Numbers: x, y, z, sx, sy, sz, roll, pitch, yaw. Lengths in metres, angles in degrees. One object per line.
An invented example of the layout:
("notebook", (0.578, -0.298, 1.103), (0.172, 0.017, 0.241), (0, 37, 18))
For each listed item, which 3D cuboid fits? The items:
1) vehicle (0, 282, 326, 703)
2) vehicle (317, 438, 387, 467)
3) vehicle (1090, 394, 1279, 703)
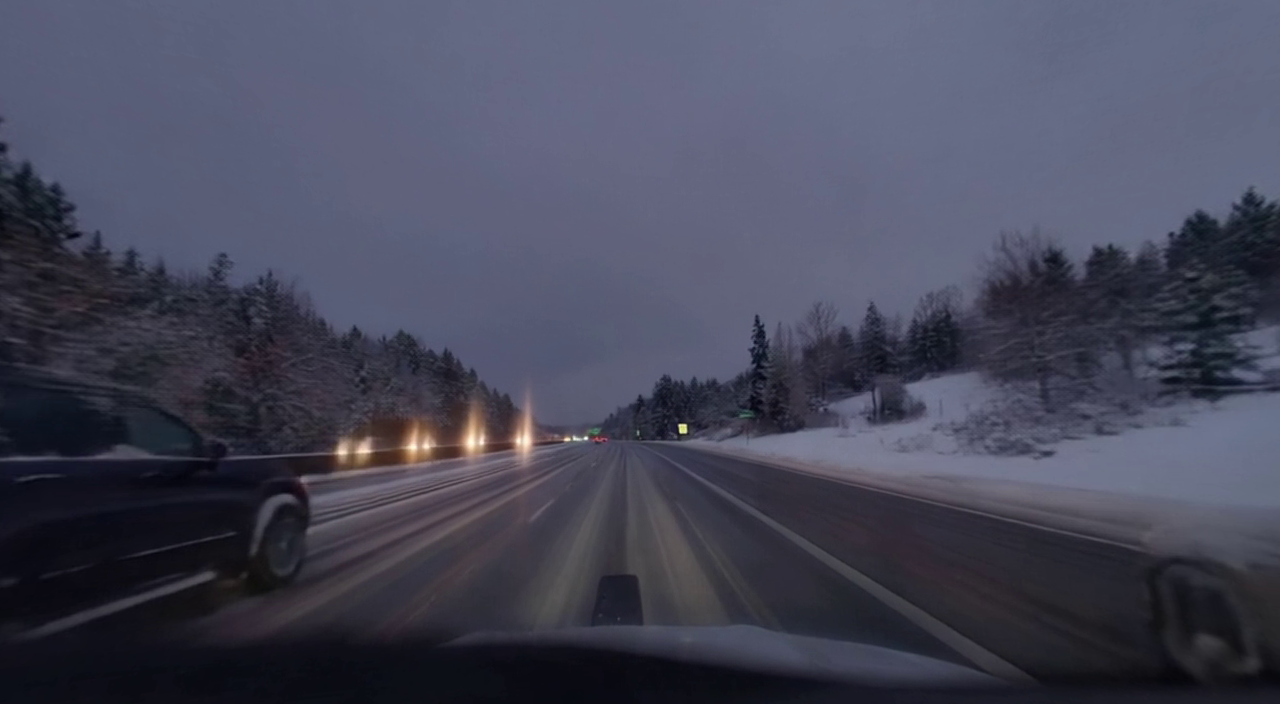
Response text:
("vehicle", (-3.591, 0.593, 2.274), (2.106, 1.779, 5.610), (0, -8, -1))
("vehicle", (-16.126, 5.604, 35.441), (1.914, 1.504, 4.422), (0, -8, -1))
("vehicle", (3.656, 0.761, 1.524), (1.817, 1.465, 4.415), (0, -8, -1))
